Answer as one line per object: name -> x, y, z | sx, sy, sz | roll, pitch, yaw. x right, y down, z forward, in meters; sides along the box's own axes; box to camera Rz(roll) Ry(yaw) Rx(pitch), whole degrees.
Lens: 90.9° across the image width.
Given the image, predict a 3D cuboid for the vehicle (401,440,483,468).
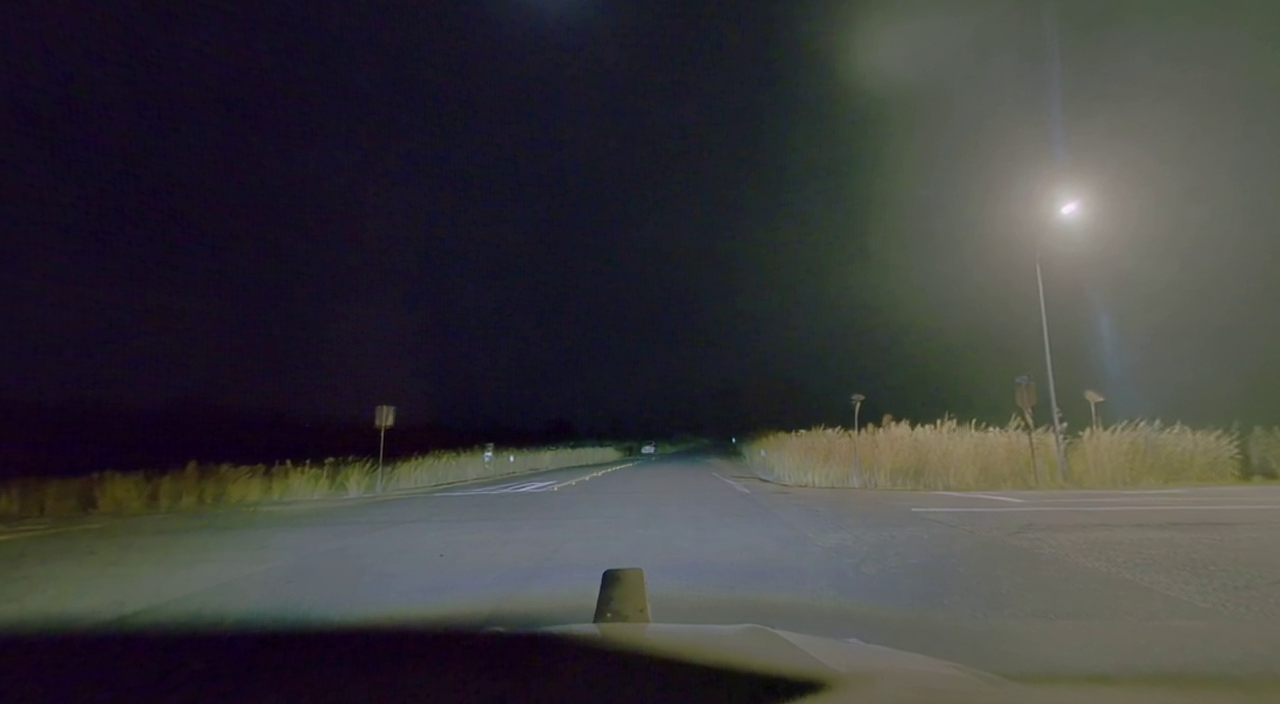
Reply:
vehicle -> -12.703, 6.568, 40.638 | 4.590, 1.735, 1.973 | 0, -9, 3
